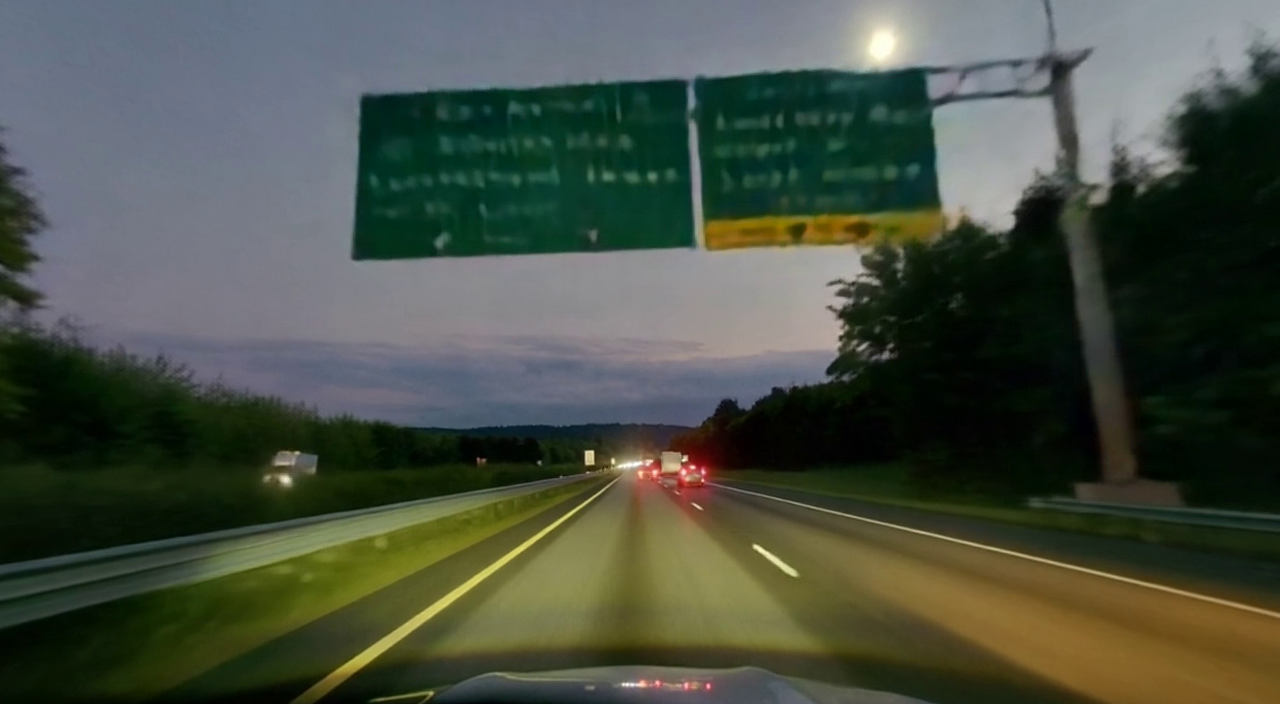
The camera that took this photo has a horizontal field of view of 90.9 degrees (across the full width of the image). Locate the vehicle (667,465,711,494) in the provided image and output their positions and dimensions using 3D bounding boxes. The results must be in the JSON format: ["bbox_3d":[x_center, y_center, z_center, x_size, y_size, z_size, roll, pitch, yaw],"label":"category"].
[{"bbox_3d":[2.674,7.139,35.392,1.976,1.467,3.783,1,-11,-3],"label":"vehicle"}]

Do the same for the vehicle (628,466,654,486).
[{"bbox_3d":[0.038,9.741,49.705,1.980,1.483,3.865,1,-11,-1],"label":"vehicle"}]
